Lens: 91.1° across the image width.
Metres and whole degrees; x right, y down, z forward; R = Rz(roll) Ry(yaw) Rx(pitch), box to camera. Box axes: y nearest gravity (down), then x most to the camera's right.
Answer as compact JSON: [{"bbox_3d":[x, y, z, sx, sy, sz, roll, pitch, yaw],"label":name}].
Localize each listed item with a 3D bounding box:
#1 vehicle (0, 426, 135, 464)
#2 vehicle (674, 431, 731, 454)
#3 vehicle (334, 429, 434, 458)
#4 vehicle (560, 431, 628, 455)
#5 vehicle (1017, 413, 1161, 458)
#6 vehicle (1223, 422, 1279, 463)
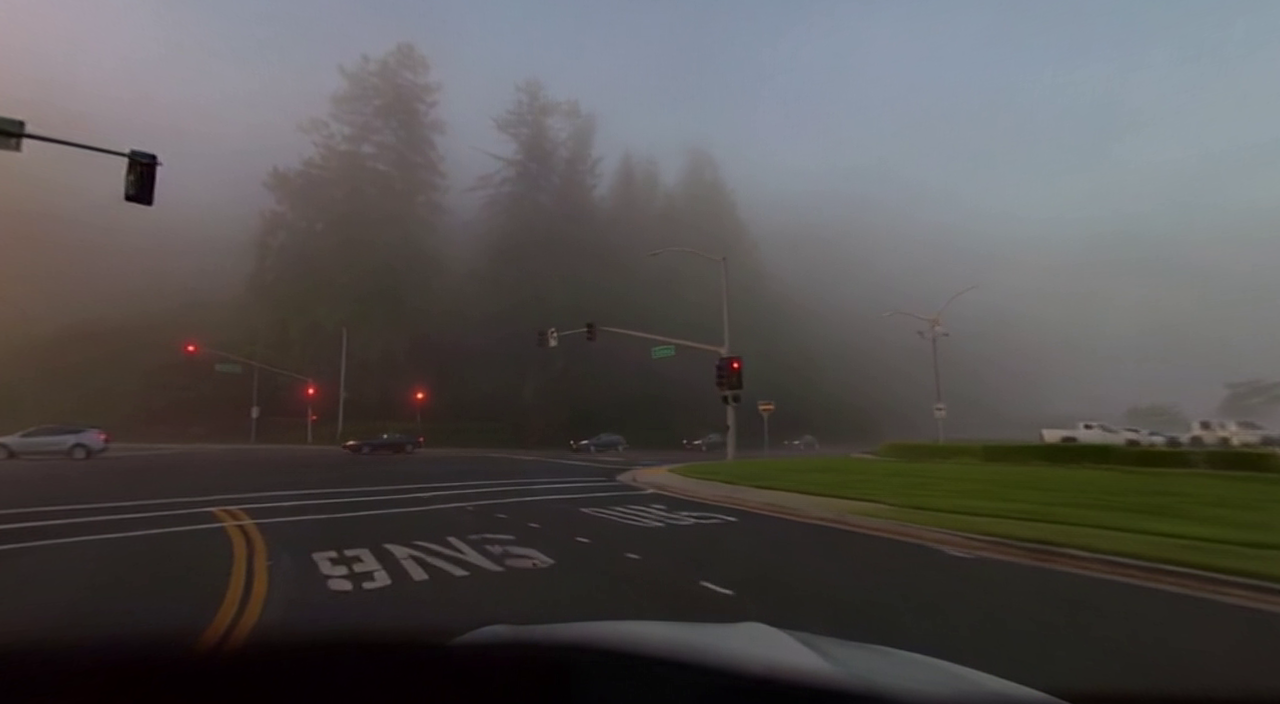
[{"bbox_3d":[-24.288,3.870,26.121,4.853,1.461,1.847,8,-12,-43],"label":"vehicle"},{"bbox_3d":[4.775,6.867,47.629,4.135,1.633,1.990,7,-11,-41],"label":"vehicle"},{"bbox_3d":[-14.217,5.118,35.035,4.740,1.462,1.828,7,-11,-42],"label":"vehicle"},{"bbox_3d":[-3.239,6.481,44.719,4.649,1.585,1.965,8,-11,-42],"label":"vehicle"},{"bbox_3d":[24.175,4.569,34.004,5.939,2.249,2.437,-8,-11,41],"label":"vehicle"},{"bbox_3d":[31.568,4.612,32.052,2.402,1.920,5.467,-8,-12,42],"label":"vehicle"}]
